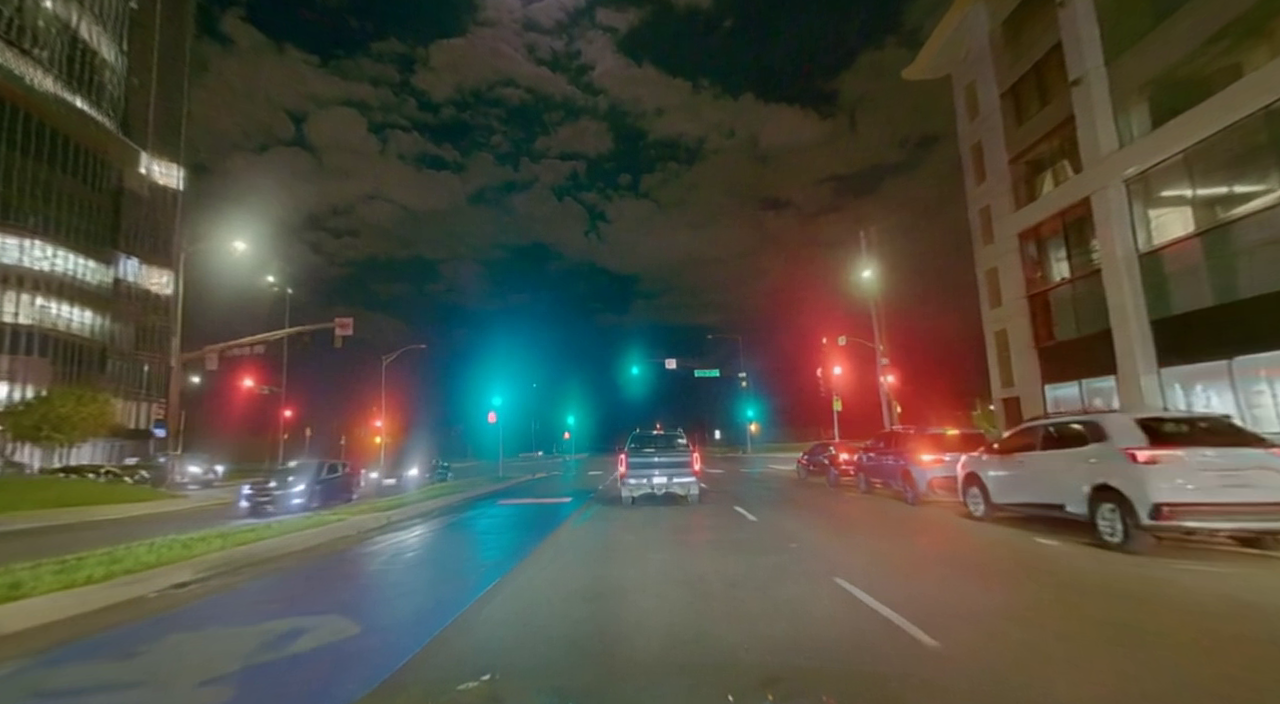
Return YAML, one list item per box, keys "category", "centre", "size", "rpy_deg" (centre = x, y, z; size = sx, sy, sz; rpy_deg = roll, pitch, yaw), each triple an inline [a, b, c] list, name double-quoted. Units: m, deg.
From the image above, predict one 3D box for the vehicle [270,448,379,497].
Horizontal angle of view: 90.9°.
- category: "vehicle"
  centre: [-12.888, 4.902, 26.188]
  size: [1.975, 1.820, 4.838]
  rpy_deg: [0, -9, 1]

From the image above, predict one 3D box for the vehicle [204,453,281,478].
- category: "vehicle"
  centre: [-27.258, 7.796, 43.458]
  size: [1.857, 1.535, 4.900]
  rpy_deg: [-1, -9, 4]

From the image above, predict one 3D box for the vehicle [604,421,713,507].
- category: "vehicle"
  centre: [0.395, 2.664, 15.390]
  size: [2.283, 1.773, 4.255]
  rpy_deg: [0, -9, 0]

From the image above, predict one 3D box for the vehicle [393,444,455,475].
- category: "vehicle"
  centre: [-13.146, 6.566, 38.736]
  size: [2.025, 1.785, 4.845]
  rpy_deg: [0, -9, 1]

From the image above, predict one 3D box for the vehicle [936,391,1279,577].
- category: "vehicle"
  centre: [6.516, 1.686, 8.834]
  size: [2.205, 1.823, 5.078]
  rpy_deg: [0, -9, 0]

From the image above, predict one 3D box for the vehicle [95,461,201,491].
- category: "vehicle"
  centre: [-27.845, 7.009, 35.789]
  size: [4.478, 1.578, 1.890]
  rpy_deg: [-1, -9, 2]
